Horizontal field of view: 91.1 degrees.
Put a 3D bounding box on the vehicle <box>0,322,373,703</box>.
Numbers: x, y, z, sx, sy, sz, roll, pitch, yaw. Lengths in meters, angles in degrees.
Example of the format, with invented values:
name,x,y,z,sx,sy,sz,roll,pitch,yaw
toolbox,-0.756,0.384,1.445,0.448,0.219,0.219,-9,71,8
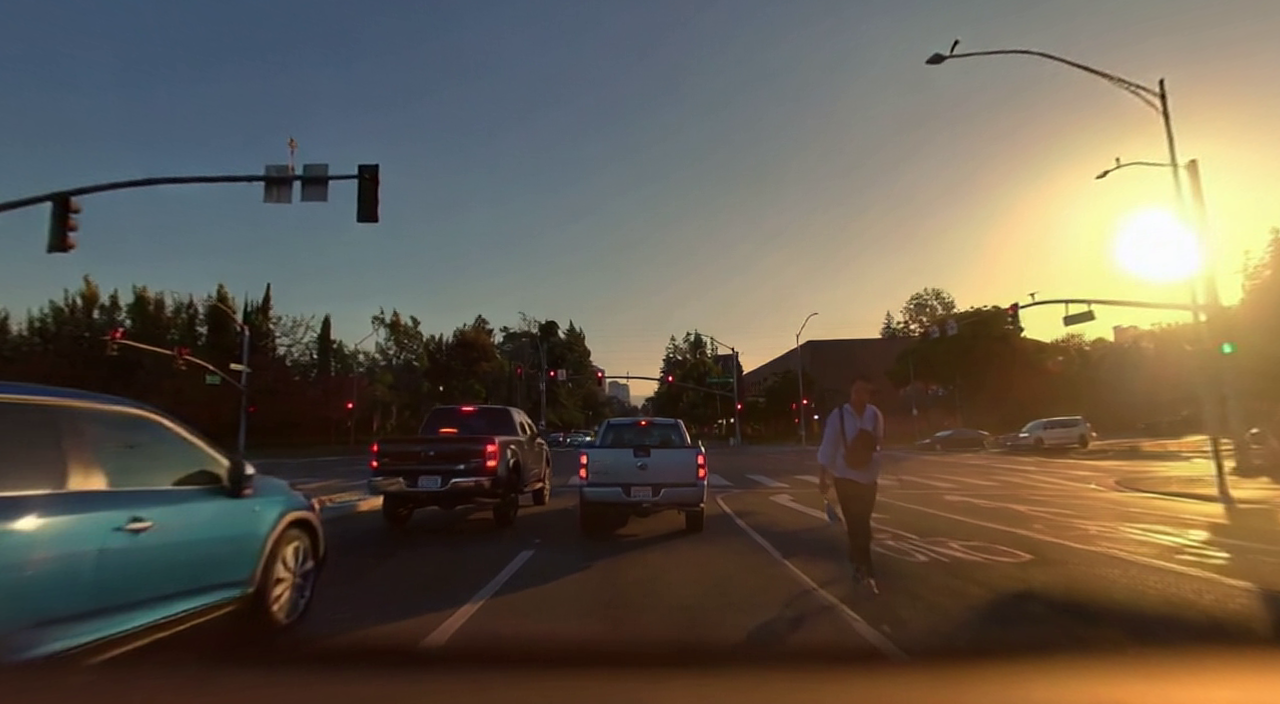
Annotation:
name,x,y,z,sx,sy,sz,roll,pitch,yaw
vehicle,-3.311,0.867,3.050,2.006,1.707,4.448,0,-8,1

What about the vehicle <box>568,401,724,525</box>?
name,x,y,z,sx,sy,sz,roll,pitch,yaw
vehicle,0.039,1.914,11.306,2.204,1.738,4.690,0,-8,-1

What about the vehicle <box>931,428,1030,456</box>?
name,x,y,z,sx,sy,sz,roll,pitch,yaw
vehicle,19.560,5.193,36.207,4.624,1.601,1.871,0,-8,-3

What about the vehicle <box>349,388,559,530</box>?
name,x,y,z,sx,sy,sz,roll,pitch,yaw
vehicle,-2.846,1.813,11.040,2.220,1.926,4.870,0,-8,-1

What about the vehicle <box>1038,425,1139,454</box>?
name,x,y,z,sx,sy,sz,roll,pitch,yaw
vehicle,28.213,5.535,39.598,4.849,1.759,2.041,0,-8,-2
